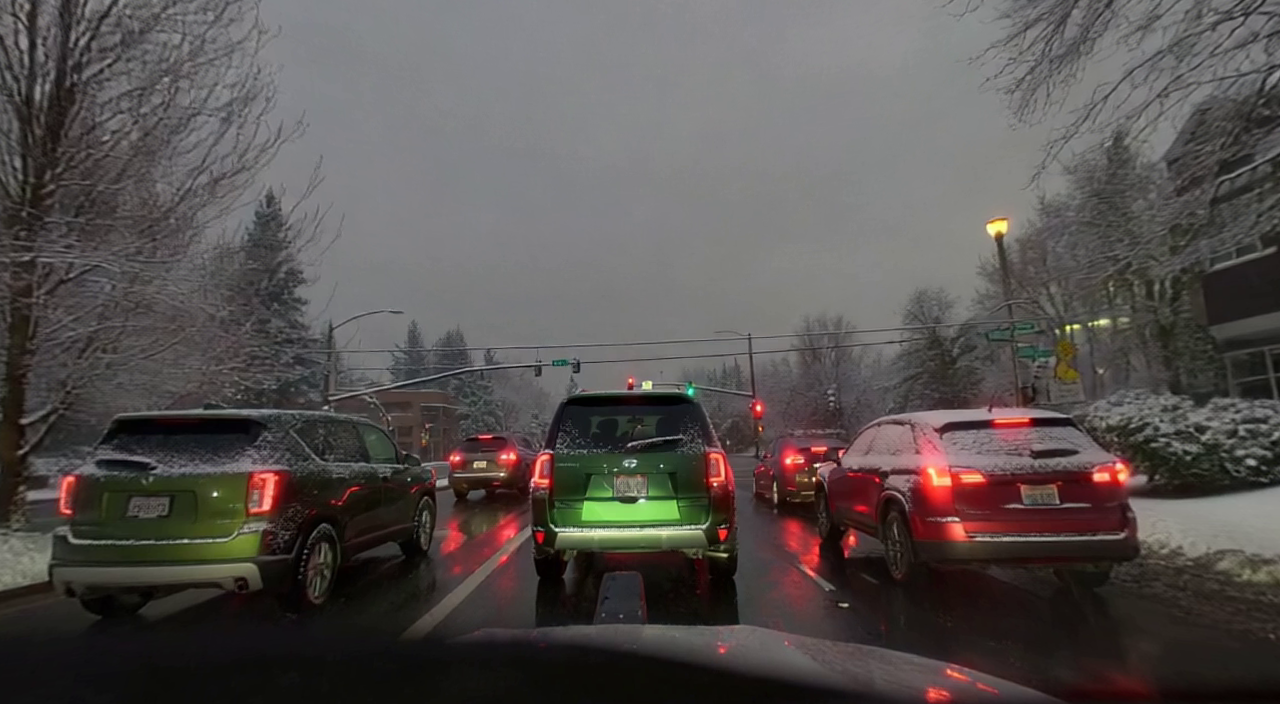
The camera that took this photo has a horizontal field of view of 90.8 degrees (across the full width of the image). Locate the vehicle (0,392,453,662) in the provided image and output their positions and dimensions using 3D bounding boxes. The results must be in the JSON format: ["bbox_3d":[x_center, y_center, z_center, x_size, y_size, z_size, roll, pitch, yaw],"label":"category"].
[{"bbox_3d":[-3.375,1.373,5.967,1.961,1.639,4.064,0,-9,0],"label":"vehicle"}]

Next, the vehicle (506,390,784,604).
[{"bbox_3d":[0.020,1.489,7.248,2.294,1.761,3.857,0,-9,-1],"label":"vehicle"}]

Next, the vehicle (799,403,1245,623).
[{"bbox_3d":[3.476,1.551,7.044,2.202,1.657,4.298,0,-9,-1],"label":"vehicle"}]
